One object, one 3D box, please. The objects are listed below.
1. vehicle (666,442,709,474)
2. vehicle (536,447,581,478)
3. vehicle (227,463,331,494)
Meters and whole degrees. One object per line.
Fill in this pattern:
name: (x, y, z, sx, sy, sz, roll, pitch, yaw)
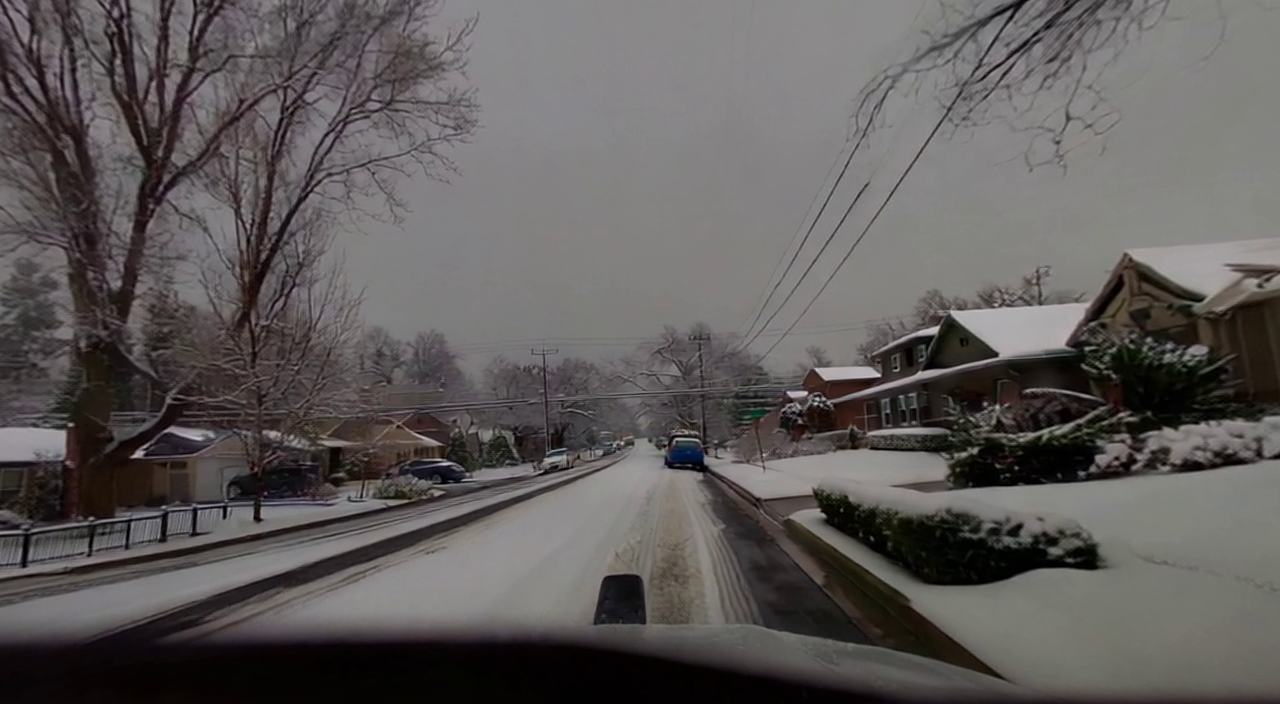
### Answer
vehicle: (2.453, 5.584, 33.479, 2.005, 1.553, 3.984, -1, -9, 1)
vehicle: (-5.573, 7.608, 43.763, 2.208, 1.834, 4.675, -5, -9, 2)
vehicle: (-19.142, 6.715, 33.593, 4.404, 1.495, 1.844, -1, -9, 4)
